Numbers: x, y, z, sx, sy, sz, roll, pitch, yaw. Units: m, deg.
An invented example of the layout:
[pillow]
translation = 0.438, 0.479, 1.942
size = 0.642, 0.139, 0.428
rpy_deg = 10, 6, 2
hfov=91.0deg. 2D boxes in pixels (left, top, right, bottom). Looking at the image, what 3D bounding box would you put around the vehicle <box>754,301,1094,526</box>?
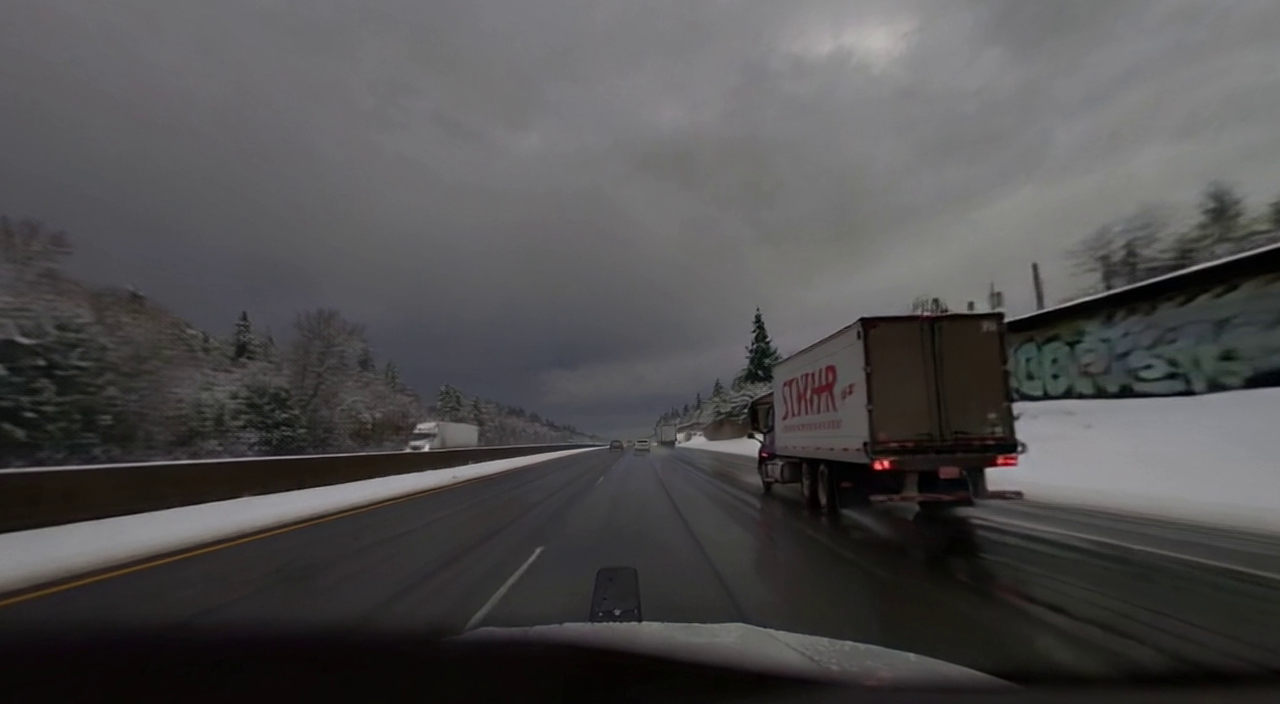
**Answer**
[vehicle]
translation = 5.312, 1.634, 15.033
size = 2.949, 3.470, 10.539
rpy_deg = 0, -8, -1
